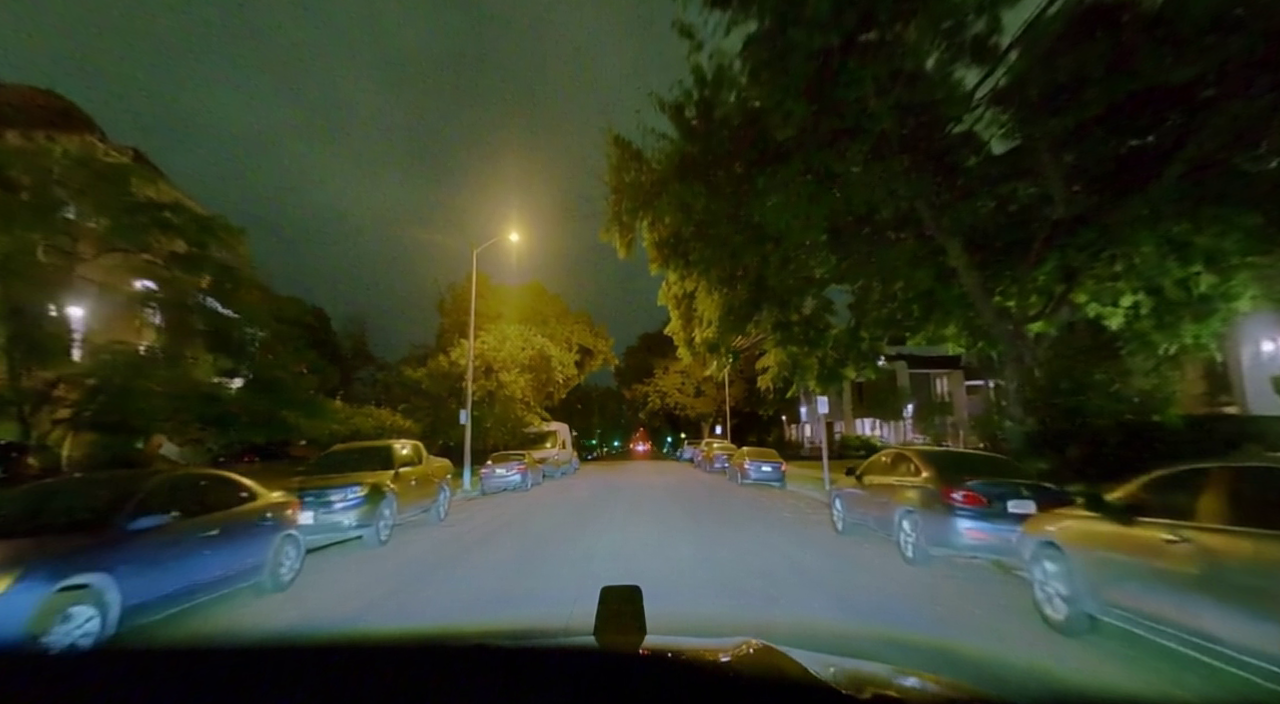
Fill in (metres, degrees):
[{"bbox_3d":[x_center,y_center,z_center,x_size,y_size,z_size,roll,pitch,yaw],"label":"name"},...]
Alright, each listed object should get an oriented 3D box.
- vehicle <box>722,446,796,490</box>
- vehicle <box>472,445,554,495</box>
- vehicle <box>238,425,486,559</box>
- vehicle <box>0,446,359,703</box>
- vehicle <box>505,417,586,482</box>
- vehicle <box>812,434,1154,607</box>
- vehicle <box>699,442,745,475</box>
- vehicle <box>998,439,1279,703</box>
[{"bbox_3d":[4.263,4.206,23.180,1.846,1.351,4.272,2,-8,-1],"label":"vehicle"},{"bbox_3d":[-4.680,4.381,23.860,2.023,1.568,4.942,-3,-9,1],"label":"vehicle"},{"bbox_3d":[-4.600,2.372,11.591,2.154,1.796,5.294,-2,-8,0],"label":"vehicle"},{"bbox_3d":[-4.651,1.695,5.803,2.008,1.524,4.602,-1,-8,0],"label":"vehicle"},{"bbox_3d":[-4.320,4.609,29.853,2.470,2.613,5.989,-4,-9,4],"label":"vehicle"},{"bbox_3d":[4.121,2.033,8.669,2.068,1.532,4.663,5,-8,0],"label":"vehicle"},{"bbox_3d":[4.211,5.537,32.961,1.839,1.520,4.498,3,-8,1],"label":"vehicle"},{"bbox_3d":[4.170,1.230,3.427,1.852,1.487,4.327,0,-8,0],"label":"vehicle"}]
